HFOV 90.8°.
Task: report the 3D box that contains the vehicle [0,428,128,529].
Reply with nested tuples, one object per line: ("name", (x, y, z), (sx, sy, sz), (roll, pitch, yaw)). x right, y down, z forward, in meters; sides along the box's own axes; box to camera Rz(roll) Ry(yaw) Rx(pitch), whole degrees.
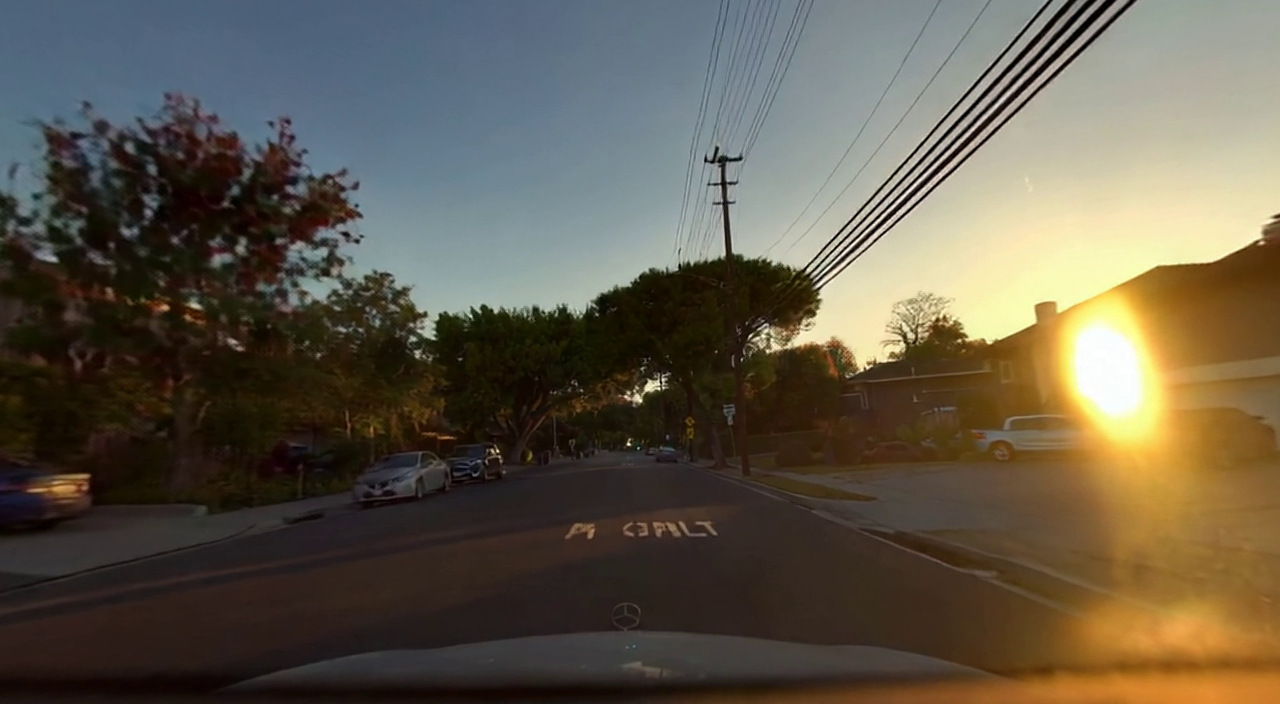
("vehicle", (-13.828, 2.553, 13.042), (4.432, 1.870, 2.299), (0, -9, -1))

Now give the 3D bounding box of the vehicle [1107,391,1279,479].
("vehicle", (13.594, 1.893, 14.580), (4.145, 1.767, 1.880), (-9, -10, 30))

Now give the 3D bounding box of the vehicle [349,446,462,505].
("vehicle", (-7.125, 3.764, 19.668), (2.041, 1.587, 3.920), (-2, -9, 0))

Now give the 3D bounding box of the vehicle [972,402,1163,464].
("vehicle", (13.610, 2.588, 20.553), (4.836, 1.789, 2.229), (-4, -7, 29))

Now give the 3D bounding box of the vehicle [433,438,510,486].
("vehicle", (-7.254, 4.785, 27.682), (2.135, 1.787, 4.452), (-4, -9, 0))
